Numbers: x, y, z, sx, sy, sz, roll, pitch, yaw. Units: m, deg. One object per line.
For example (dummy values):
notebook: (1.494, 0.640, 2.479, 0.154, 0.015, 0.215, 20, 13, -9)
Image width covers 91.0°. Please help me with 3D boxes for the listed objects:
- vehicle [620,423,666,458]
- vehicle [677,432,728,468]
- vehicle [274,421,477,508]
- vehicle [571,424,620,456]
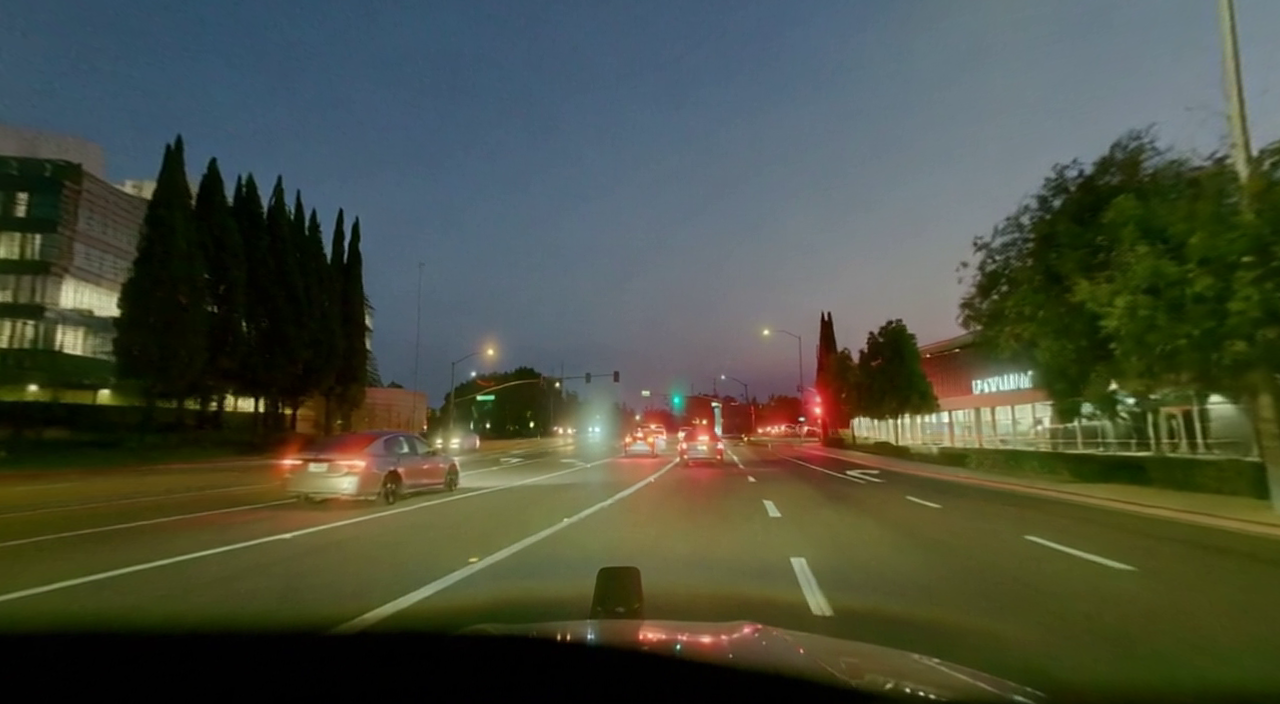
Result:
vehicle: (0.235, 5.182, 36.744, 2.188, 1.892, 4.488, -1, -9, 7)
vehicle: (2.935, 4.436, 28.630, 2.109, 1.500, 4.585, -1, -9, 8)
vehicle: (-5.211, 2.289, 13.175, 2.010, 1.515, 4.152, -1, -9, 8)
vehicle: (-2.589, 5.297, 37.823, 2.078, 1.787, 5.006, -1, -9, 6)
